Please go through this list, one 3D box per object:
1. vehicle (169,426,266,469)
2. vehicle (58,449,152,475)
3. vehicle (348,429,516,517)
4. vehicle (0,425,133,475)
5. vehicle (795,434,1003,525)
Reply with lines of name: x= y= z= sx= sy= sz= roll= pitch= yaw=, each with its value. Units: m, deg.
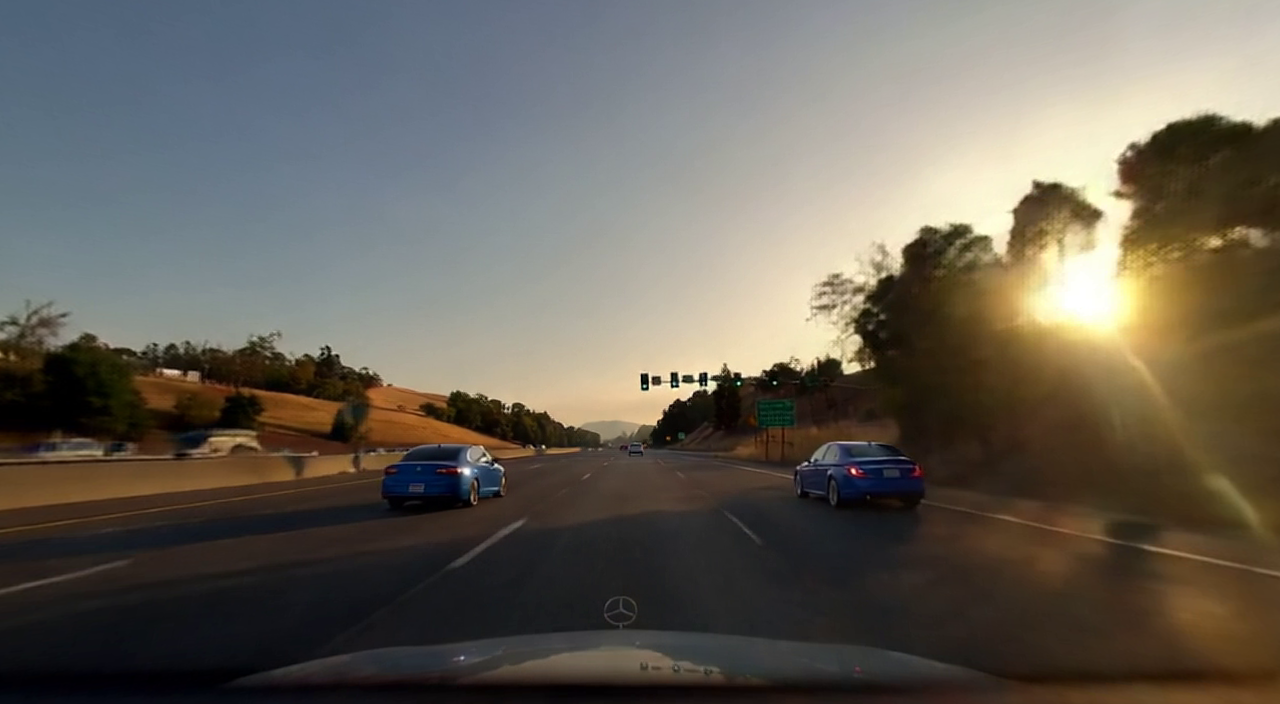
vehicle: x=-28.707 y=6.549 z=43.069 sx=2.444 sy=2.704 sz=5.872 roll=0 pitch=-9 yaw=0
vehicle: x=-32.804 y=6.709 z=38.771 sx=1.813 sy=1.467 sz=4.567 roll=0 pitch=-9 yaw=-1
vehicle: x=-4.084 y=2.460 z=13.292 sx=1.987 sy=1.516 sz=4.478 roll=0 pitch=-9 yaw=1
vehicle: x=-36.635 y=6.276 z=40.375 sx=2.591 sy=2.943 sz=6.617 roll=0 pitch=-9 yaw=0
vehicle: x=4.867 y=2.463 z=12.804 sx=2.049 sy=1.481 sz=4.774 roll=0 pitch=-9 yaw=-2
